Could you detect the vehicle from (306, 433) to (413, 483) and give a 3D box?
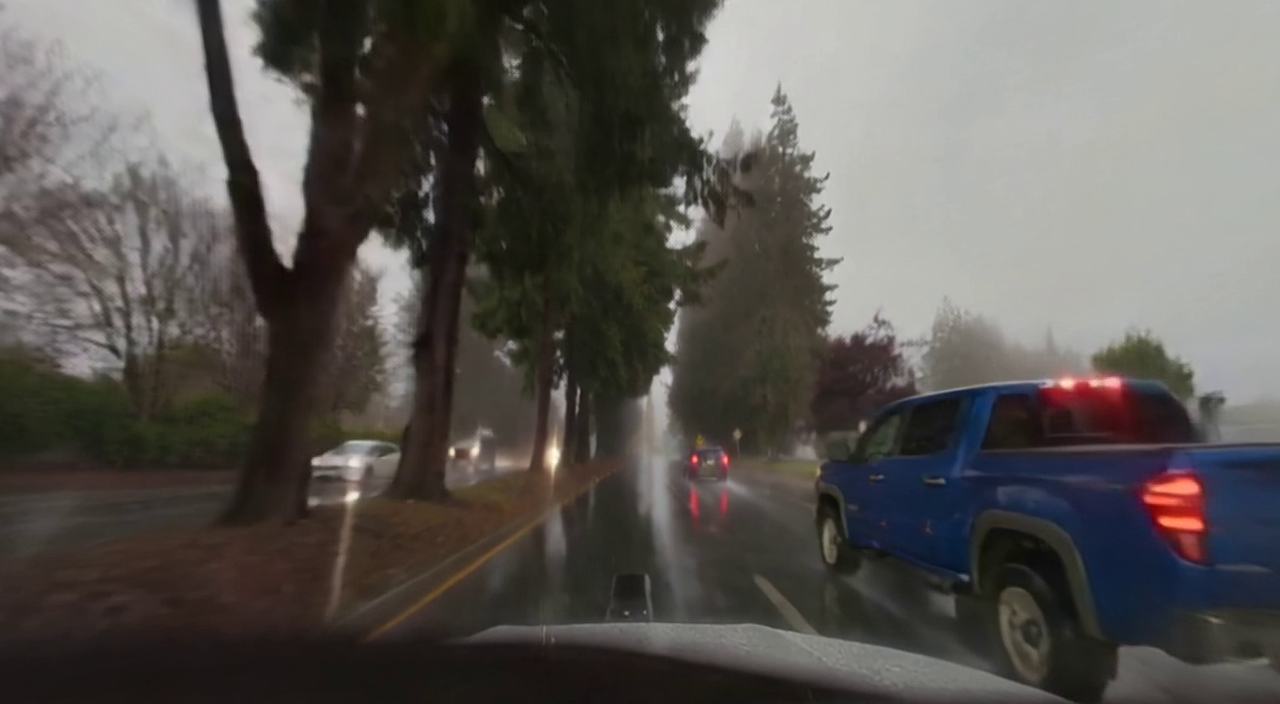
[{"bbox_3d":[-10.994,4.183,25.160,2.013,1.777,4.810,0,-9,0],"label":"vehicle"}]

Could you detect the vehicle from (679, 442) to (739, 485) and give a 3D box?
[{"bbox_3d":[2.946,4.916,28.084,2.108,1.712,4.616,0,-9,-1],"label":"vehicle"}]

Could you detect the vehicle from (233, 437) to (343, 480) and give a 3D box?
[{"bbox_3d":[-14.128,4.311,25.641,1.996,1.599,4.193,0,-9,0],"label":"vehicle"}]

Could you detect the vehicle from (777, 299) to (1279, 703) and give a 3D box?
[{"bbox_3d":[2.996,1.202,4.934,2.553,1.942,5.679,0,-9,0],"label":"vehicle"}]
